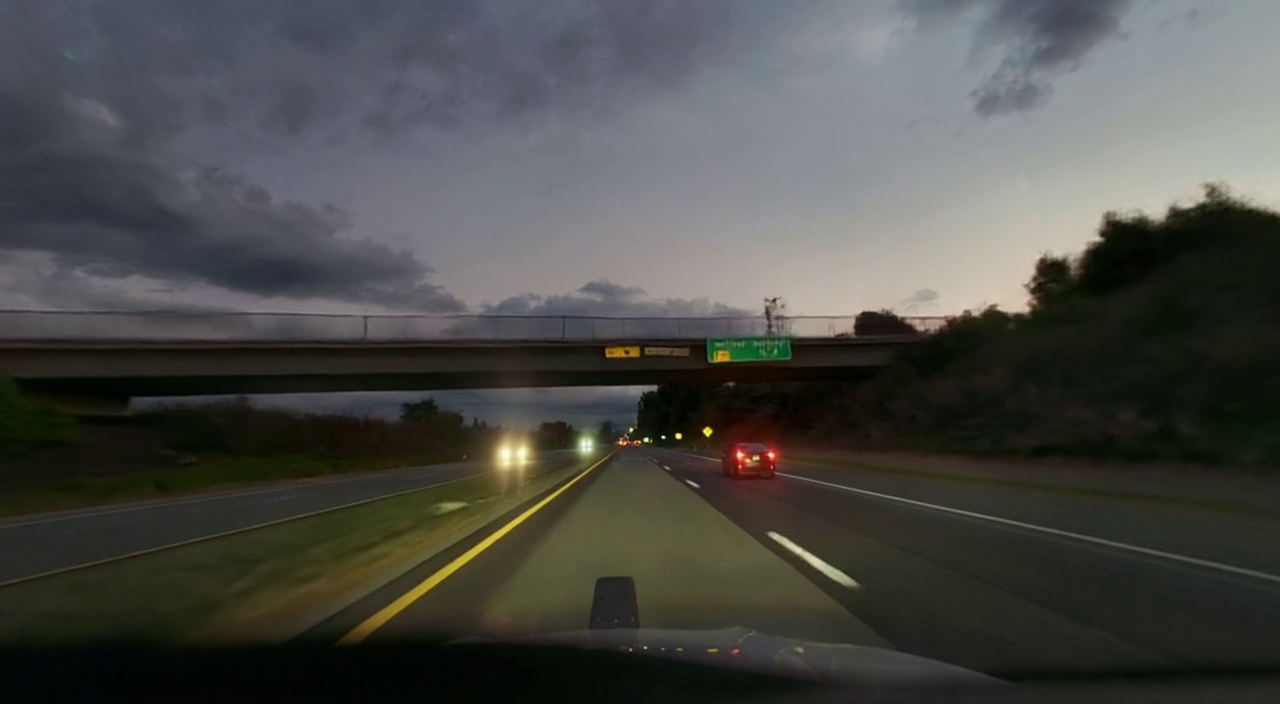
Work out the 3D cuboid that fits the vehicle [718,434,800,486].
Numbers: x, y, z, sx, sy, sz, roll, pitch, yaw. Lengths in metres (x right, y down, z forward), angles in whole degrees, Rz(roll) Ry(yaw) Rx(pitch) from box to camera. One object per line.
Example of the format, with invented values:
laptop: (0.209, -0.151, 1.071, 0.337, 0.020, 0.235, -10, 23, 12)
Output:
vehicle: (3.664, 3.377, 19.972, 1.781, 1.470, 3.540, 0, -8, -2)
